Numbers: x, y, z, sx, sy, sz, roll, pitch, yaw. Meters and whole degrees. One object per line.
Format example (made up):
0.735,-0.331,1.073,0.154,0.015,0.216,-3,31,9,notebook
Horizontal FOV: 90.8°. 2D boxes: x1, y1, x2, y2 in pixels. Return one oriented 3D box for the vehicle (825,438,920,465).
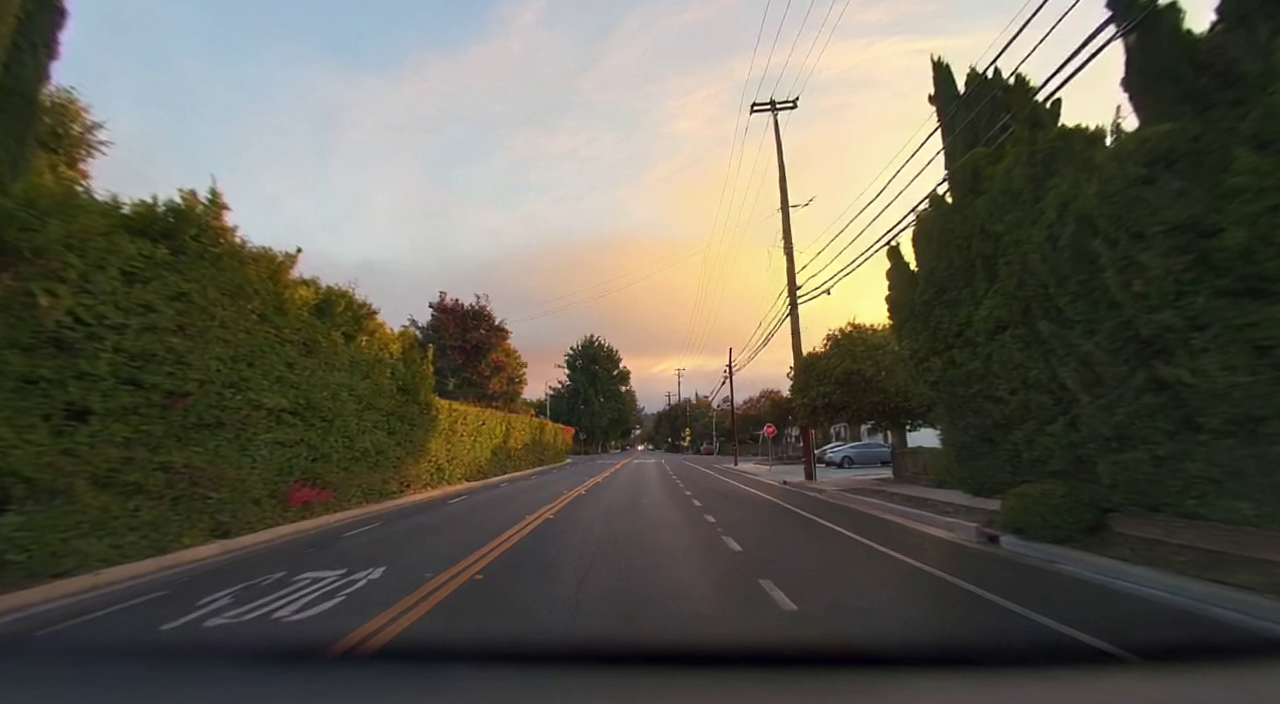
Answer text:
13.239,5.682,36.195,4.650,1.484,1.929,0,-9,0,vehicle
